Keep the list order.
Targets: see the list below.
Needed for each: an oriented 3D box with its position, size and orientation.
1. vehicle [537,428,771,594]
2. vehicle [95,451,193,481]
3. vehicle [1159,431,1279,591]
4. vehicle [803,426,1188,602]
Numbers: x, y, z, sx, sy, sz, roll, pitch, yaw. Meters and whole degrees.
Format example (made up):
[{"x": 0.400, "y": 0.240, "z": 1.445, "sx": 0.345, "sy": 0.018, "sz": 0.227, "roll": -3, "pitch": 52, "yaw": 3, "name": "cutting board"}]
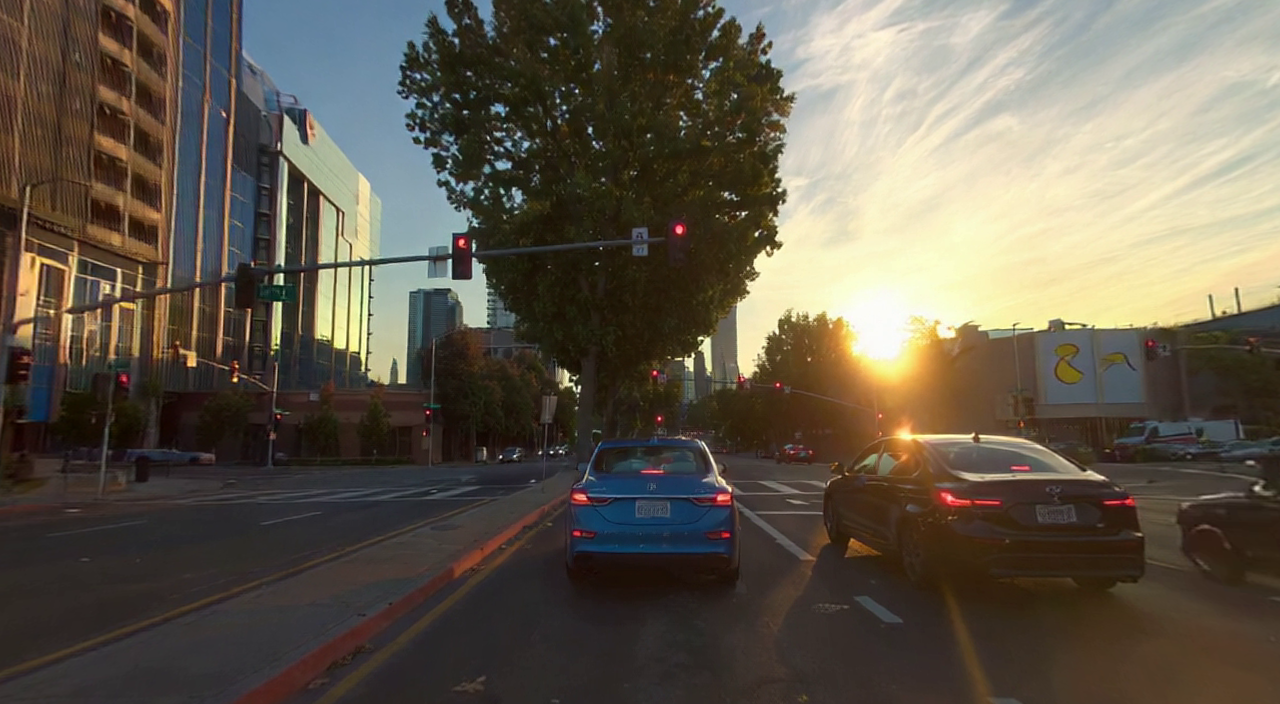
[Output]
[{"x": 0.094, "y": 1.733, "z": 7.730, "sx": 2.087, "sy": 1.468, "sz": 4.014, "roll": 0, "pitch": -9, "yaw": -1, "name": "vehicle"}, {"x": -26.663, "y": 6.127, "z": 34.039, "sx": 3.657, "sy": 1.528, "sz": 1.783, "roll": 1, "pitch": -9, "yaw": -3, "name": "vehicle"}, {"x": 7.202, "y": 1.399, "z": 5.198, "sx": 2.085, "sy": 1.518, "sz": 4.455, "roll": 0, "pitch": -9, "yaw": 1, "name": "vehicle"}, {"x": 3.644, "y": 1.738, "z": 7.741, "sx": 2.018, "sy": 1.491, "sz": 4.544, "roll": 0, "pitch": -9, "yaw": -1, "name": "vehicle"}]
